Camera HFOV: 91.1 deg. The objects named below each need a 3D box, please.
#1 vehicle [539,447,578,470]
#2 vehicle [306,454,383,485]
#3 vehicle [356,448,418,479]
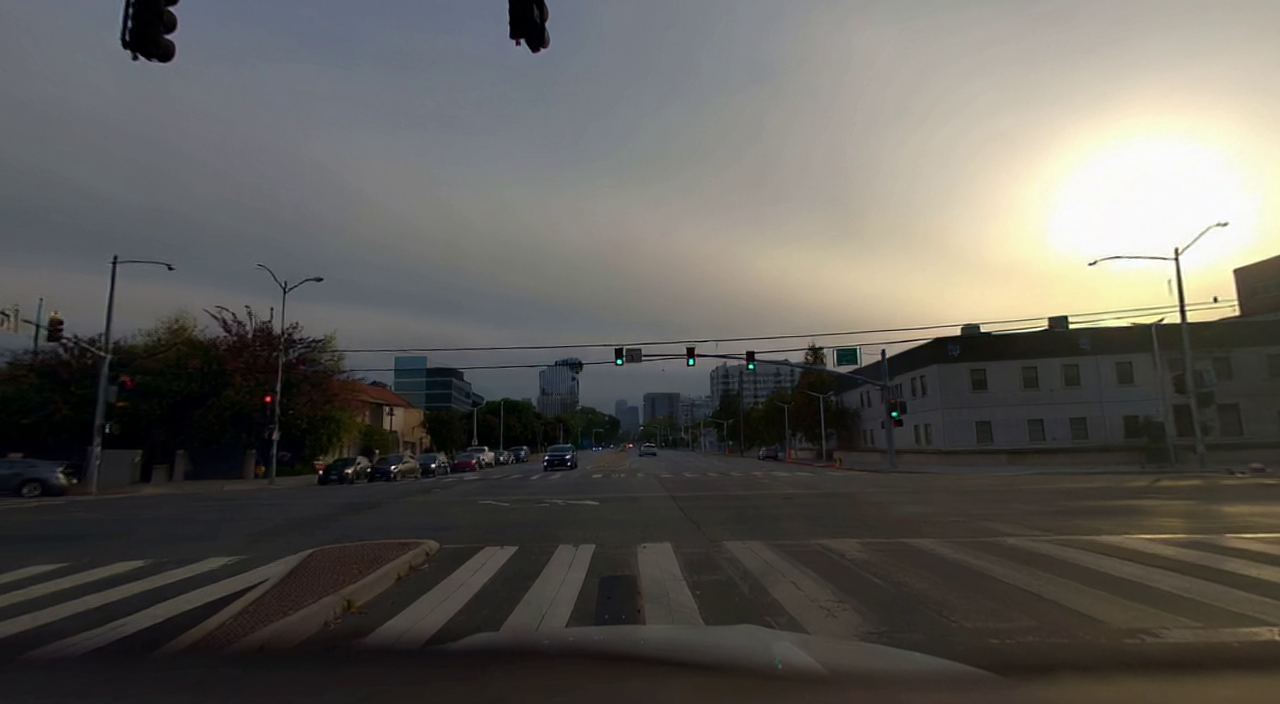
[{"bbox_3d":[-5.621,7.435,43.929,2.154,1.501,4.416,0,-9,0],"label":"vehicle"},{"bbox_3d":[-16.095,6.386,34.498,2.055,1.506,4.663,0,-9,-1],"label":"vehicle"},{"bbox_3d":[-16.188,7.109,40.434,1.960,1.819,5.018,0,-9,-1],"label":"vehicle"}]
